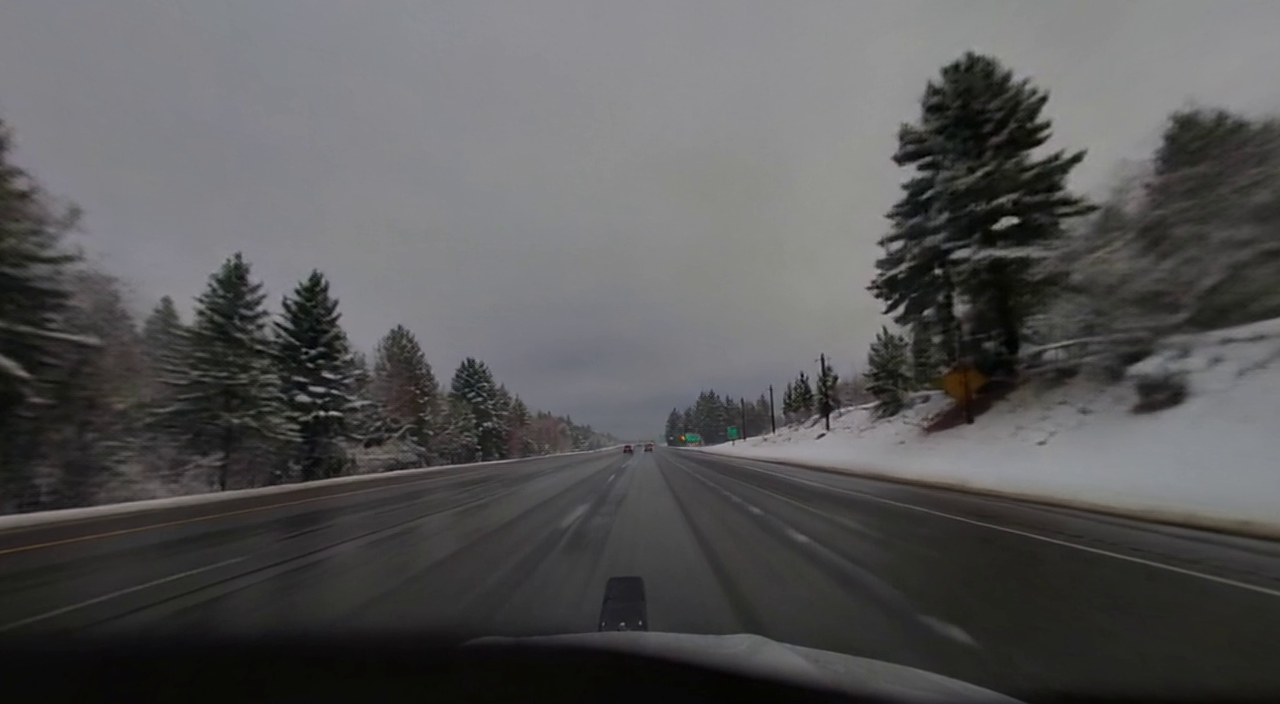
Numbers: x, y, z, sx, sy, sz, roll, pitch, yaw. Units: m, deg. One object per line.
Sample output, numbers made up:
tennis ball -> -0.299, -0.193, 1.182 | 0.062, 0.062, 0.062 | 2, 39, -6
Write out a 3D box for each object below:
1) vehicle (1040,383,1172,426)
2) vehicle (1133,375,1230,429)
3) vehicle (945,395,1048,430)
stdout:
vehicle -> 18.217, 2.130, 24.921 | 3.884, 1.482, 1.843 | -5, -10, 28
vehicle -> 36.988, 3.559, 42.949 | 8.349, 3.334, 2.693 | 5, -10, -35
vehicle -> 18.177, 3.162, 32.324 | 4.366, 1.571, 1.844 | -5, -9, 28
